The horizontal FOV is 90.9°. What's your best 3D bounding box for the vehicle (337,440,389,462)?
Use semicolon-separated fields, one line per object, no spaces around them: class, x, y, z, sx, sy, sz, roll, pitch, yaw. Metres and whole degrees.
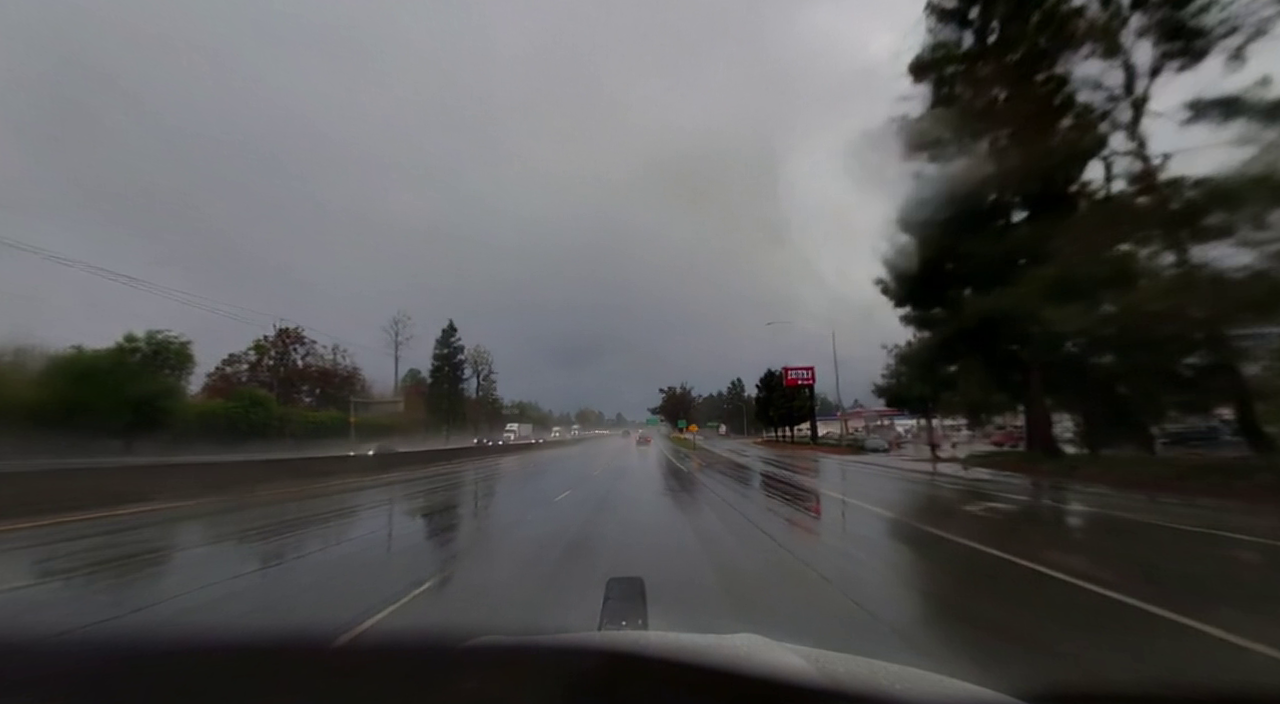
vehicle;-19.705;7.025;45.007;1.746;1.452;4.193;0;-8;0
